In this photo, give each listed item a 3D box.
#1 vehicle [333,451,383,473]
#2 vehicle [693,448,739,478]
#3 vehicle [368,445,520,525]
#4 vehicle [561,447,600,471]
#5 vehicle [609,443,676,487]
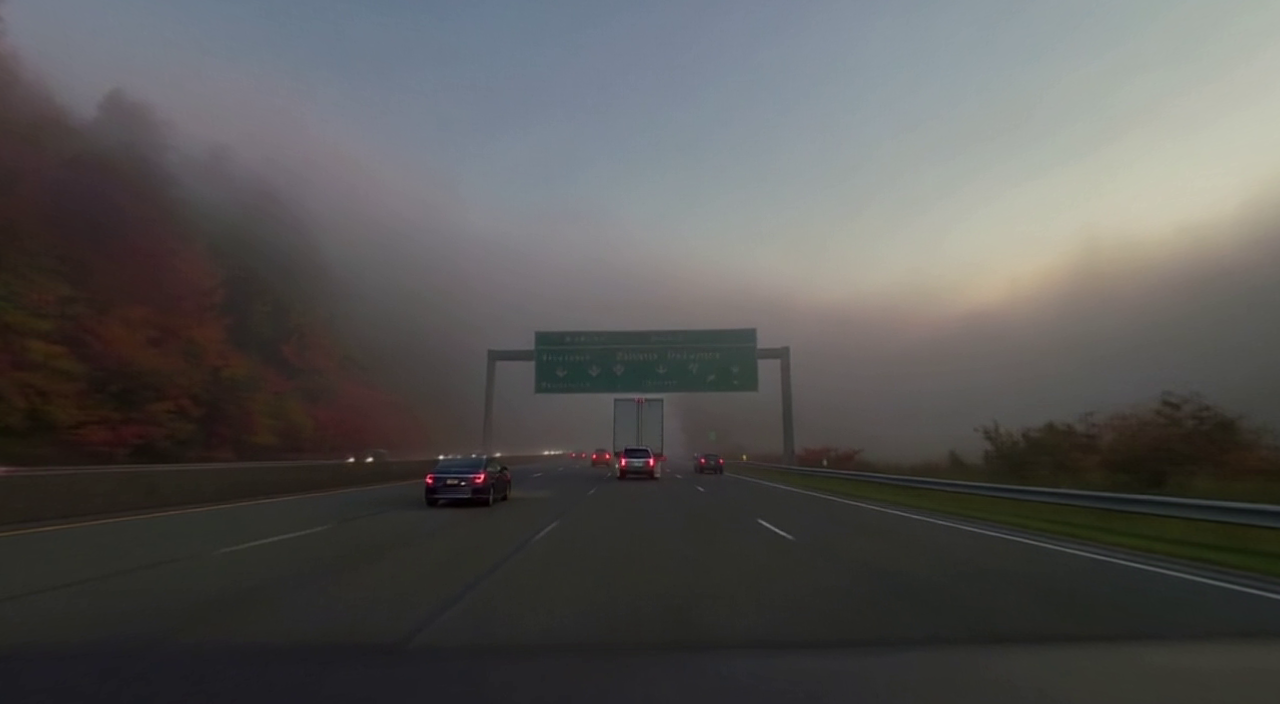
[{"bbox_3d":[-22.199,8.654,49.448,1.919,1.671,4.274,0,-9,0],"label":"vehicle"},{"bbox_3d":[4.270,6.342,36.037,2.035,1.571,4.413,0,-9,-1],"label":"vehicle"},{"bbox_3d":[-4.078,2.816,13.860,2.017,1.469,4.113,0,-9,0],"label":"vehicle"},{"bbox_3d":[-4.398,7.982,47.034,2.545,1.679,4.267,0,-9,0],"label":"vehicle"},{"bbox_3d":[0.083,4.772,26.787,2.634,1.679,4.070,0,-9,0],"label":"vehicle"}]
